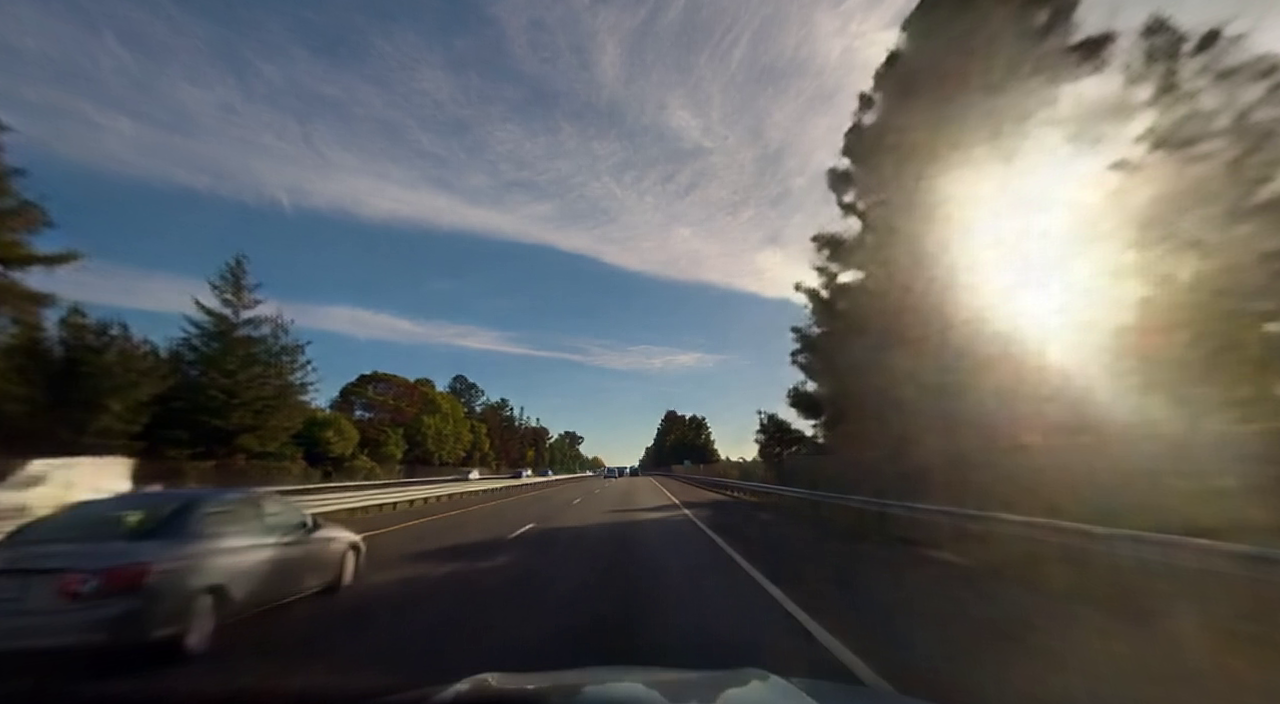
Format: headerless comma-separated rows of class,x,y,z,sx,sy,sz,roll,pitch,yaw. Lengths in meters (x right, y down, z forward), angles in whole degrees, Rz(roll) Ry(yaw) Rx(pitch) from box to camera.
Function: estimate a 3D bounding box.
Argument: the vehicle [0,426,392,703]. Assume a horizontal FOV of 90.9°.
vehicle,-3.829,1.335,4.336,2.146,1.441,5.020,1,-11,0
